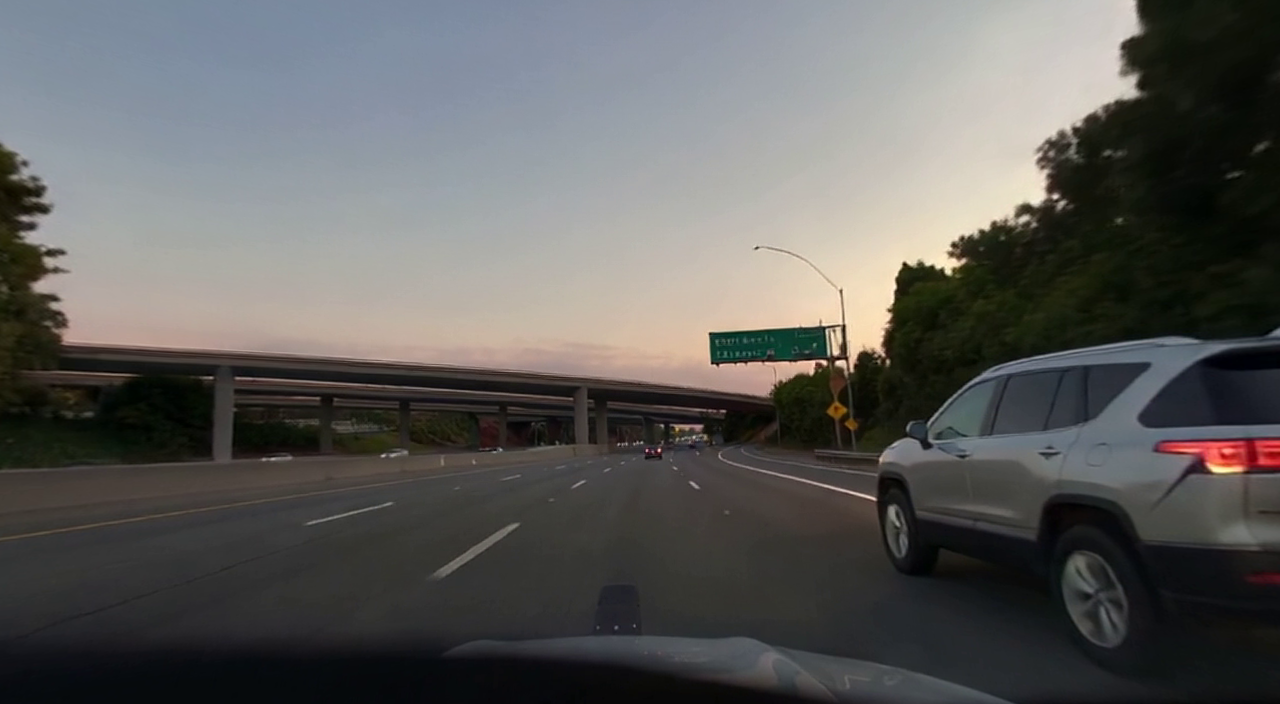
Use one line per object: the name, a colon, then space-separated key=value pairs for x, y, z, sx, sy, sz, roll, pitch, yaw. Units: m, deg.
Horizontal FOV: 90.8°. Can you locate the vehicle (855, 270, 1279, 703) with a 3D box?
vehicle: x=3.545 y=0.920 z=4.500 sx=2.155 sy=1.918 sz=4.945 roll=-1 pitch=-8 yaw=-1
